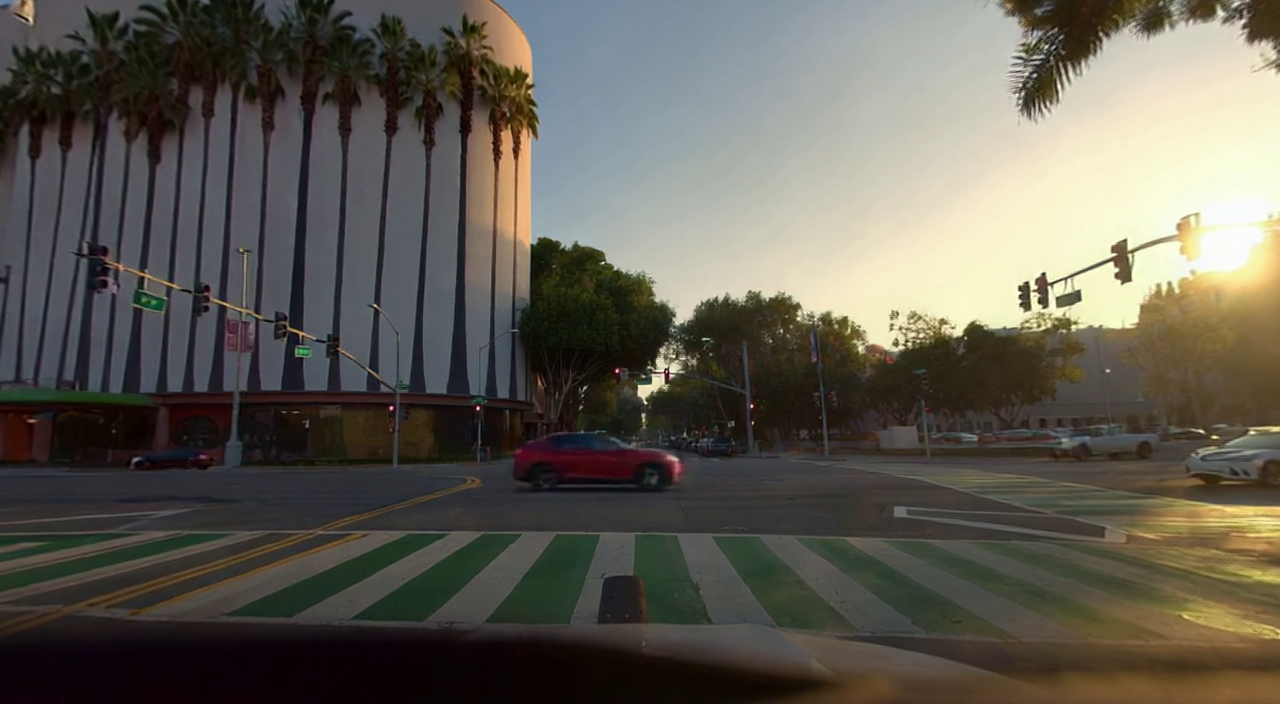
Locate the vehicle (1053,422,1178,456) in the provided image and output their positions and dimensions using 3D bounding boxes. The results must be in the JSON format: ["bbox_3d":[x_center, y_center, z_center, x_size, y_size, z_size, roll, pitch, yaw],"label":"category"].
[{"bbox_3d":[27.706,5.112,36.887,5.477,1.880,2.125,0,-8,1],"label":"vehicle"}]

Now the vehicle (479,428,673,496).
[{"bbox_3d":[-1.593,2.930,16.938,4.875,1.669,1.953,0,-8,2],"label":"vehicle"}]

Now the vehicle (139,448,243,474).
[{"bbox_3d":[-26.537,6.429,37.342,4.784,1.465,1.798,0,-8,0],"label":"vehicle"}]

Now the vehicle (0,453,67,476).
[{"bbox_3d":[-41.660,7.607,42.769,3.698,1.508,1.779,0,-8,1],"label":"vehicle"}]

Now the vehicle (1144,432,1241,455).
[{"bbox_3d":[36.161,6.011,41.299,4.606,1.449,1.687,0,-8,2],"label":"vehicle"}]
